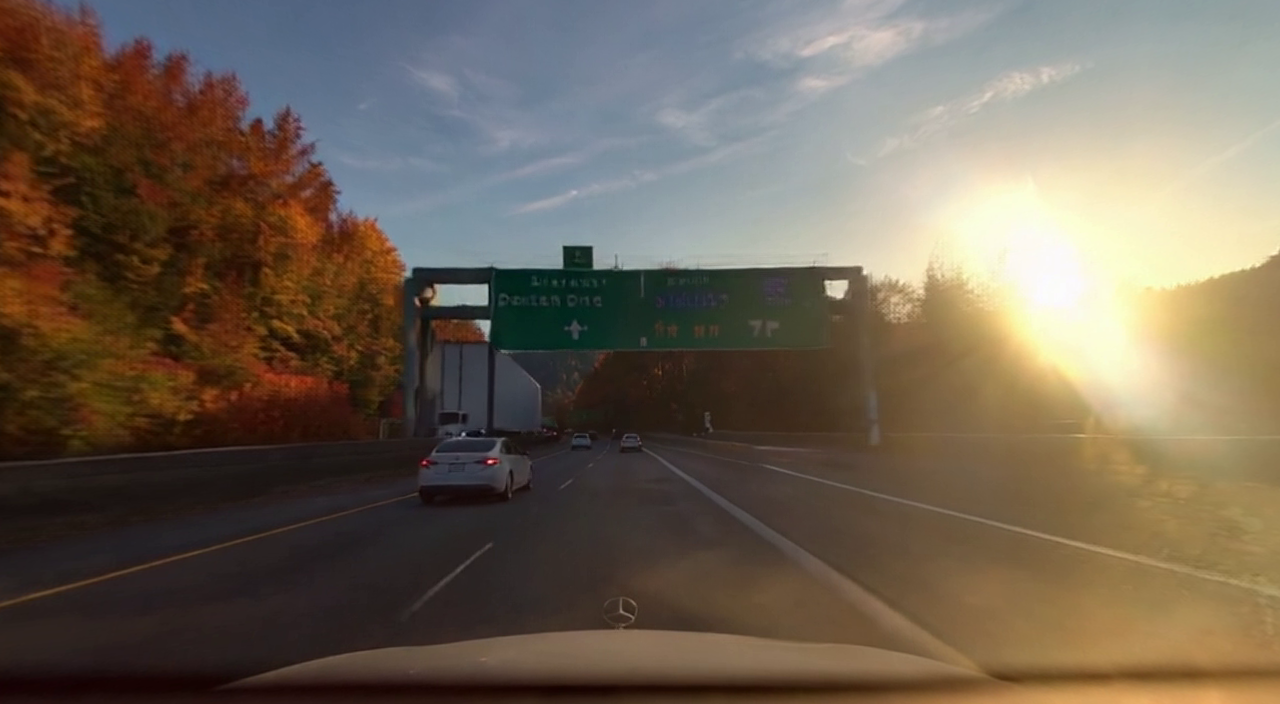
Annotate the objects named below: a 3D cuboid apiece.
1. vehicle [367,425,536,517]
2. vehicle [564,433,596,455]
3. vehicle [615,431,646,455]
[{"bbox_3d":[-3.479,2.281,12.680,1.989,1.497,4.645,0,-8,0],"label":"vehicle"},{"bbox_3d":[-4.491,6.971,47.681,2.071,1.524,4.398,0,-8,-1],"label":"vehicle"},{"bbox_3d":[-0.660,6.300,43.586,2.054,1.609,3.859,0,-8,-1],"label":"vehicle"}]
